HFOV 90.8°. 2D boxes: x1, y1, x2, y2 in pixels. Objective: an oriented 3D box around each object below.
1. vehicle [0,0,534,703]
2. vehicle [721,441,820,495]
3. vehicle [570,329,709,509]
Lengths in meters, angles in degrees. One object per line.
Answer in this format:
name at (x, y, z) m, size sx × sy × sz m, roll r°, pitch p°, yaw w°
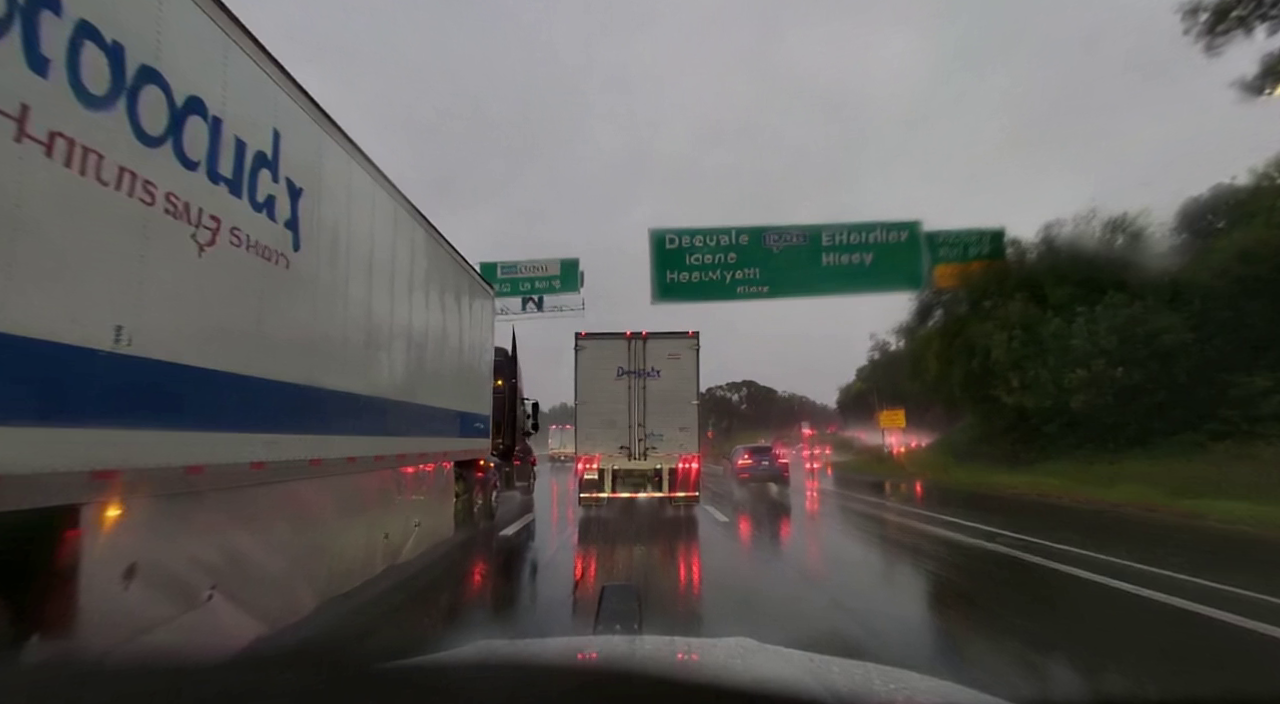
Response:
vehicle at (-4.098, 0.416, 7.461) m, size 2.873 × 4.107 × 15.970 m, roll 0°, pitch -8°, yaw 0°
vehicle at (3.856, 3.507, 19.552) m, size 2.010 × 1.446 × 4.579 m, roll 0°, pitch -9°, yaw -1°
vehicle at (-0.094, 2.119, 18.367) m, size 2.910 × 3.828 × 9.805 m, roll 0°, pitch -9°, yaw -1°
